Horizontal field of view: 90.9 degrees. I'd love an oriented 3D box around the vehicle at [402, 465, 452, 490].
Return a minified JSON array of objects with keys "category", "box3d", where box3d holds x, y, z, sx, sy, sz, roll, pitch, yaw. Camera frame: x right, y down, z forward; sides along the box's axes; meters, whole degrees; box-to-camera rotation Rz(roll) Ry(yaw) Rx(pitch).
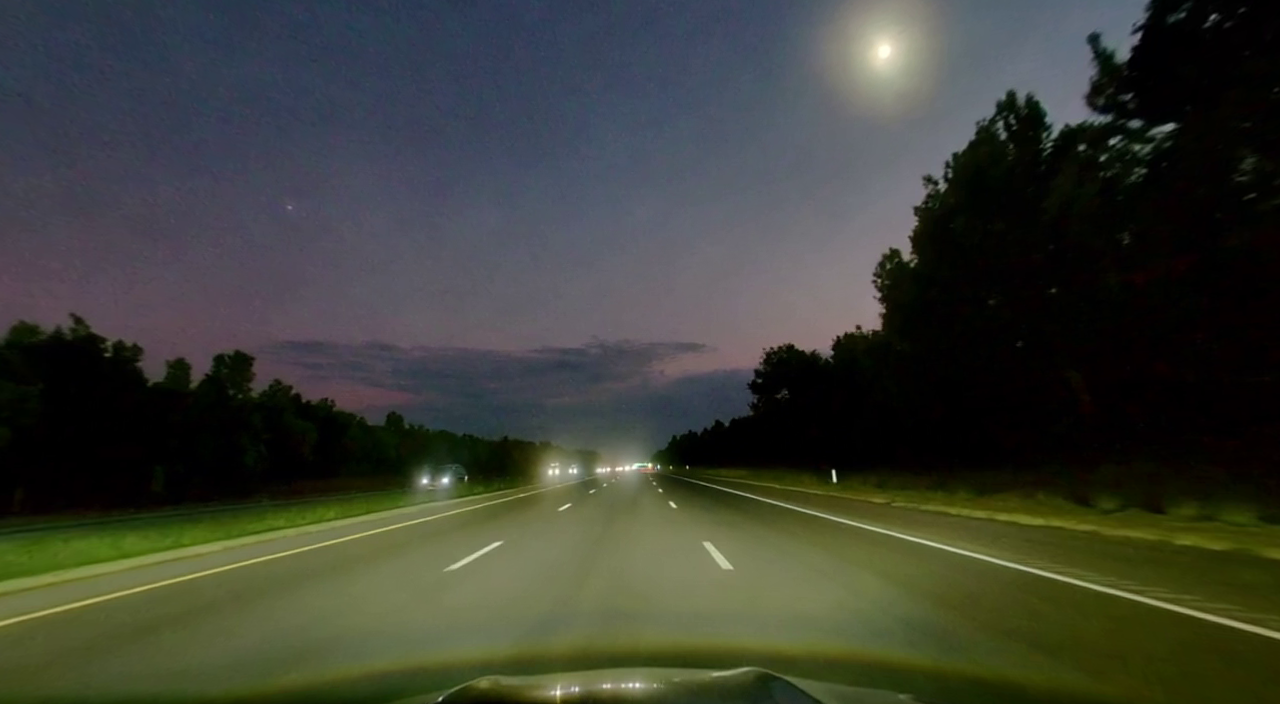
[{"category":"vehicle","box3d":[-13.428,7.897,39.893,1.752,1.454,3.796,1,-10,0]}]
